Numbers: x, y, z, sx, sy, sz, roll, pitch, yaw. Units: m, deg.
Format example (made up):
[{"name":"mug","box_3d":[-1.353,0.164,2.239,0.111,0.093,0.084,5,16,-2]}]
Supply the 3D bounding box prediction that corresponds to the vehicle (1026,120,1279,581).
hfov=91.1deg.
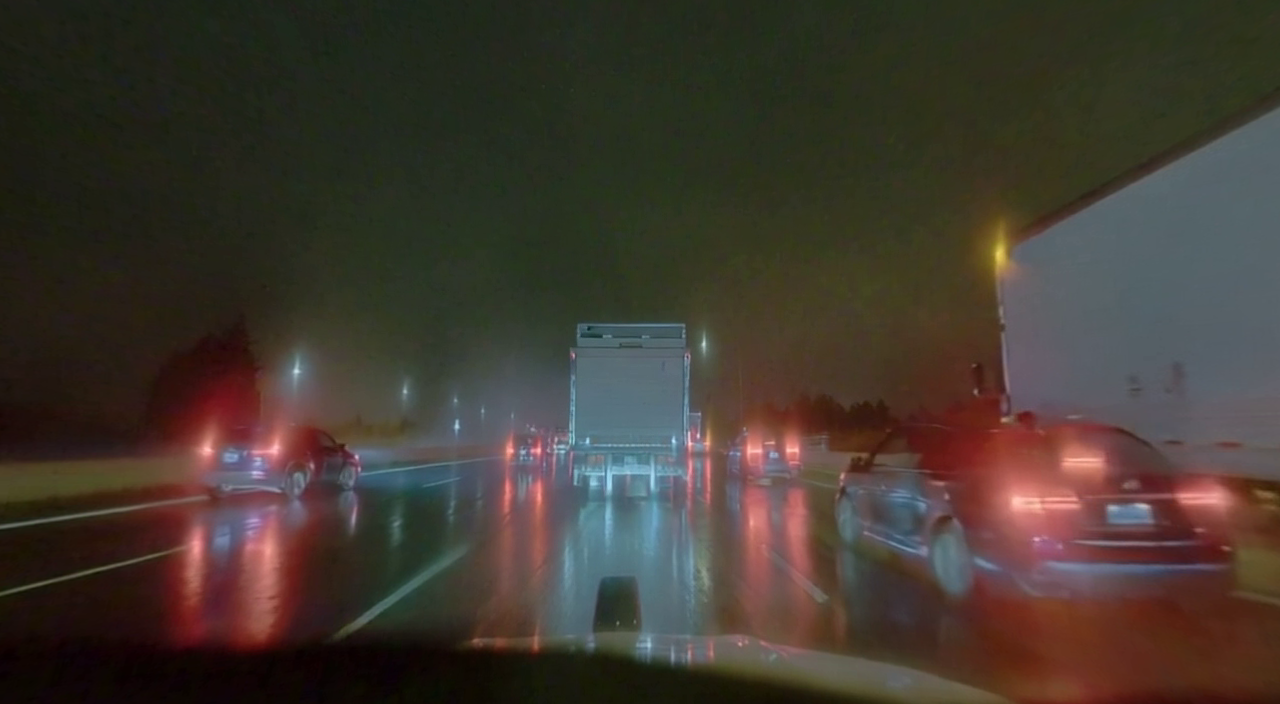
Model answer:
[{"name":"vehicle","box_3d":[7.207,-0.538,1.754,2.880,4.073,14.510,0,-8,-1]}]

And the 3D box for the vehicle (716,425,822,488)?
[{"name":"vehicle","box_3d":[3.404,2.835,17.487,1.945,1.529,4.129,0,-8,-2]}]

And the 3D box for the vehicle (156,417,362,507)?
[{"name":"vehicle","box_3d":[-7.971,2.313,13.733,1.944,1.653,4.097,0,-8,-1]}]

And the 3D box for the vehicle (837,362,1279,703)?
[{"name":"vehicle","box_3d":[3.257,1.109,4.539,1.999,1.523,4.882,0,-8,-1]}]

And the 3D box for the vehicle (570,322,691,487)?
[{"name":"vehicle","box_3d":[-0.421,1.917,20.365,2.938,4.033,9.980,0,-8,-2]}]

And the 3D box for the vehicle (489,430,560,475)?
[{"name":"vehicle","box_3d":[-4.111,3.620,22.963,1.882,1.493,3.828,0,-8,0]}]
